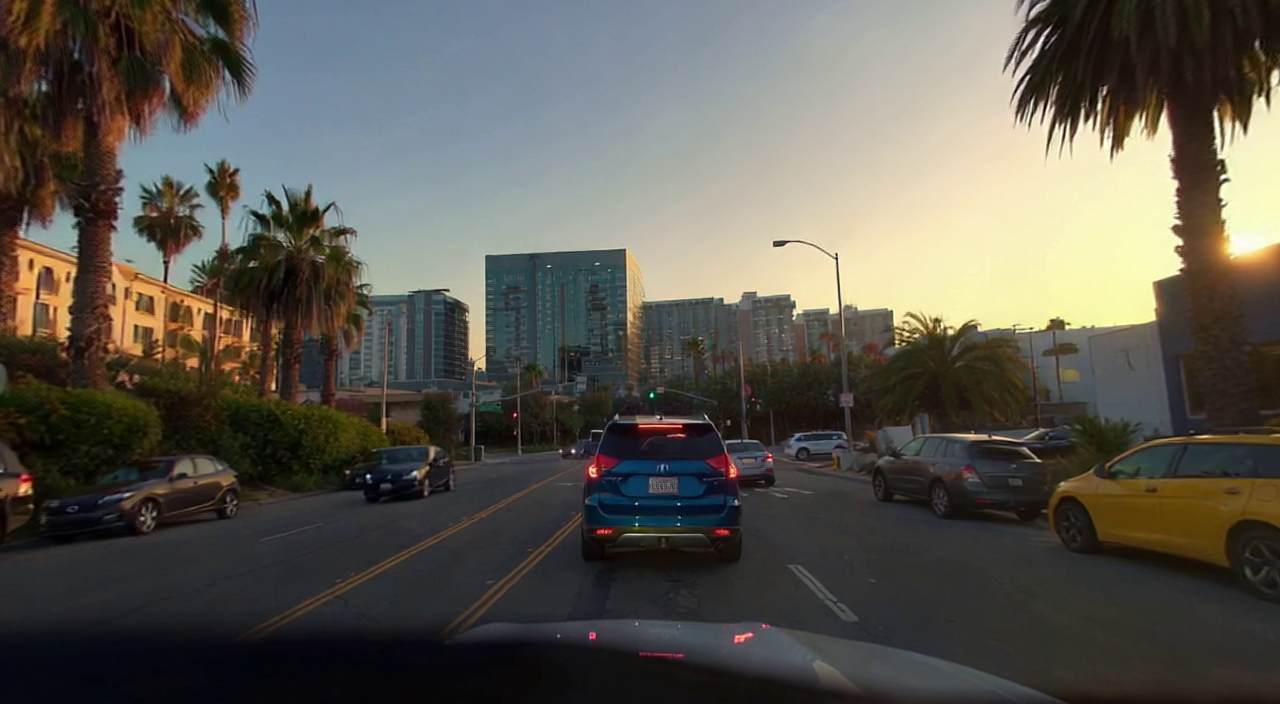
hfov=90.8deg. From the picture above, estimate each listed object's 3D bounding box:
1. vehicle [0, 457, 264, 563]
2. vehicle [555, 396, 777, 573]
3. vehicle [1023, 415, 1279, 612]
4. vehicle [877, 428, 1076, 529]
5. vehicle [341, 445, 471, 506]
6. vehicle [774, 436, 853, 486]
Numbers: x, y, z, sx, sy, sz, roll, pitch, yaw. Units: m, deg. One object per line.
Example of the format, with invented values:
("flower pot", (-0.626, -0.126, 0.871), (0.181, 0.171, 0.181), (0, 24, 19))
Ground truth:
("vehicle", (-9.560, 2.813, 11.949), (2.054, 1.467, 4.595), (-3, -9, 1))
("vehicle", (0.288, 1.672, 8.681), (2.264, 1.798, 4.258), (0, -8, 1))
("vehicle", (6.465, 1.603, 6.930), (1.935, 1.672, 4.139), (0, -8, 1))
("vehicle", (6.692, 2.529, 13.242), (1.930, 1.736, 4.329), (-1, -8, 3))
("vehicle", (-6.409, 3.395, 17.963), (1.928, 1.475, 4.645), (0, -8, -1))
("vehicle", (6.565, 4.148, 24.392), (1.948, 1.729, 4.023), (0, -8, 1))
